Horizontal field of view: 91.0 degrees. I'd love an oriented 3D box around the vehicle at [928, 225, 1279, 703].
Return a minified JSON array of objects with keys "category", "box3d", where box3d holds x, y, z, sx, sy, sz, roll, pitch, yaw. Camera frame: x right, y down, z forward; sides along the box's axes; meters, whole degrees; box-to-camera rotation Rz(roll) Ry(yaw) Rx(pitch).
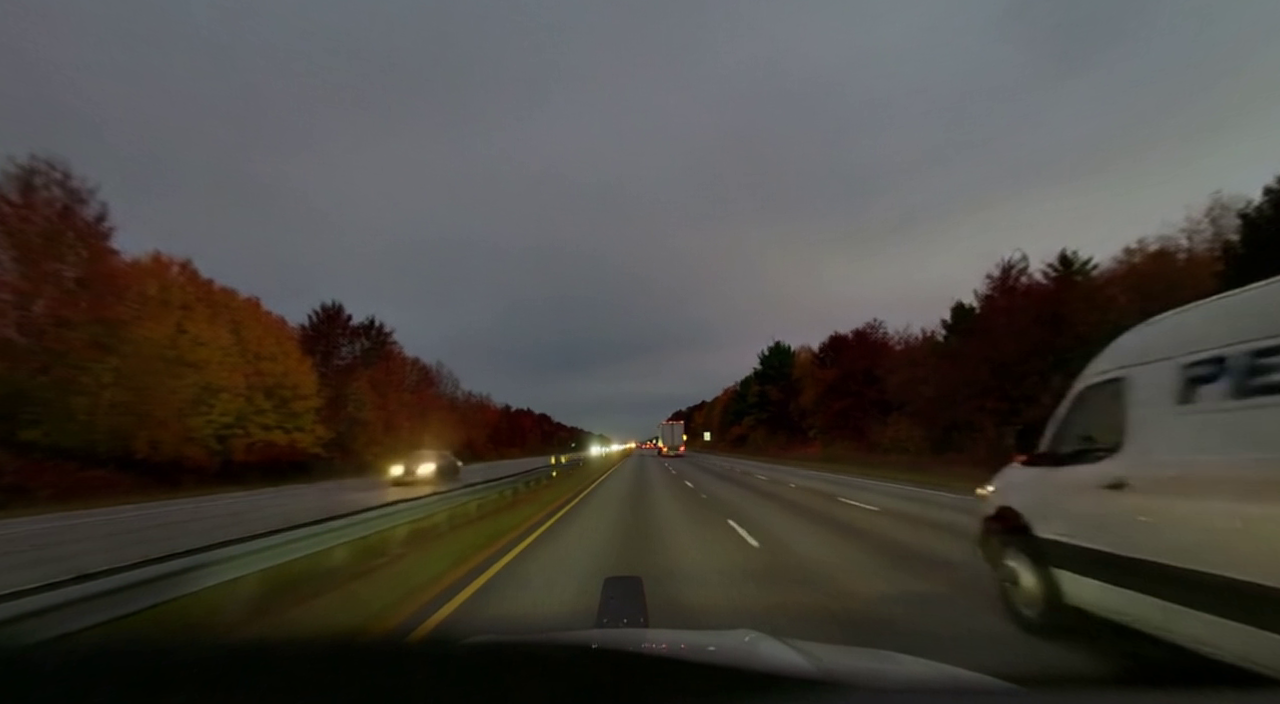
[{"category":"vehicle","box3d":[3.429,0.631,2.351,2.291,2.112,5.052,0,-8,0]}]
